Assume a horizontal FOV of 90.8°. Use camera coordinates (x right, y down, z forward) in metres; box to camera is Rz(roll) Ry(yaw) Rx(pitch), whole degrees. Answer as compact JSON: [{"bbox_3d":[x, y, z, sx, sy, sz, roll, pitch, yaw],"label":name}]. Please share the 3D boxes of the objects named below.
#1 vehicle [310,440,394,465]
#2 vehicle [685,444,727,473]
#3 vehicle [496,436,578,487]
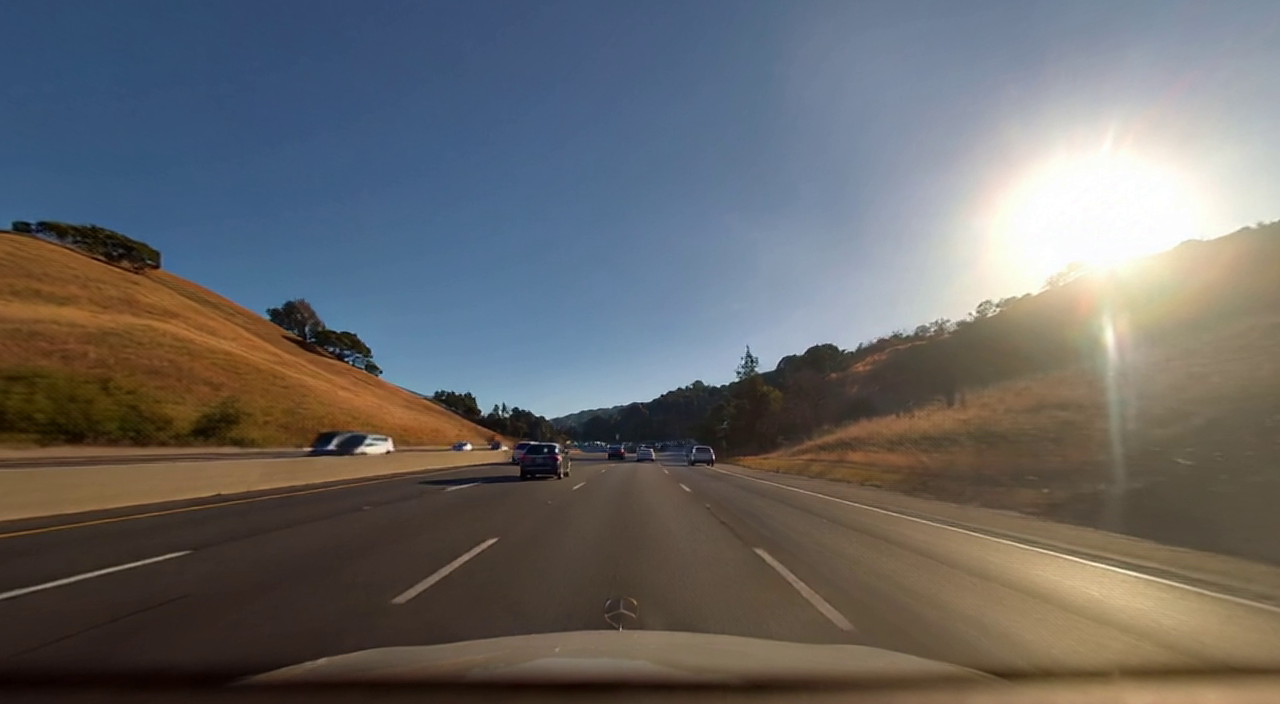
[{"bbox_3d":[-21.372,7.496,47.379,2.776,1.771,6.840,-1,-8,3],"label":"vehicle"},{"bbox_3d":[4.263,6.937,41.341,2.164,1.788,4.500,0,-8,-1],"label":"vehicle"},{"bbox_3d":[-3.659,4.004,23.438,2.166,1.700,4.661,0,-8,1],"label":"vehicle"}]
